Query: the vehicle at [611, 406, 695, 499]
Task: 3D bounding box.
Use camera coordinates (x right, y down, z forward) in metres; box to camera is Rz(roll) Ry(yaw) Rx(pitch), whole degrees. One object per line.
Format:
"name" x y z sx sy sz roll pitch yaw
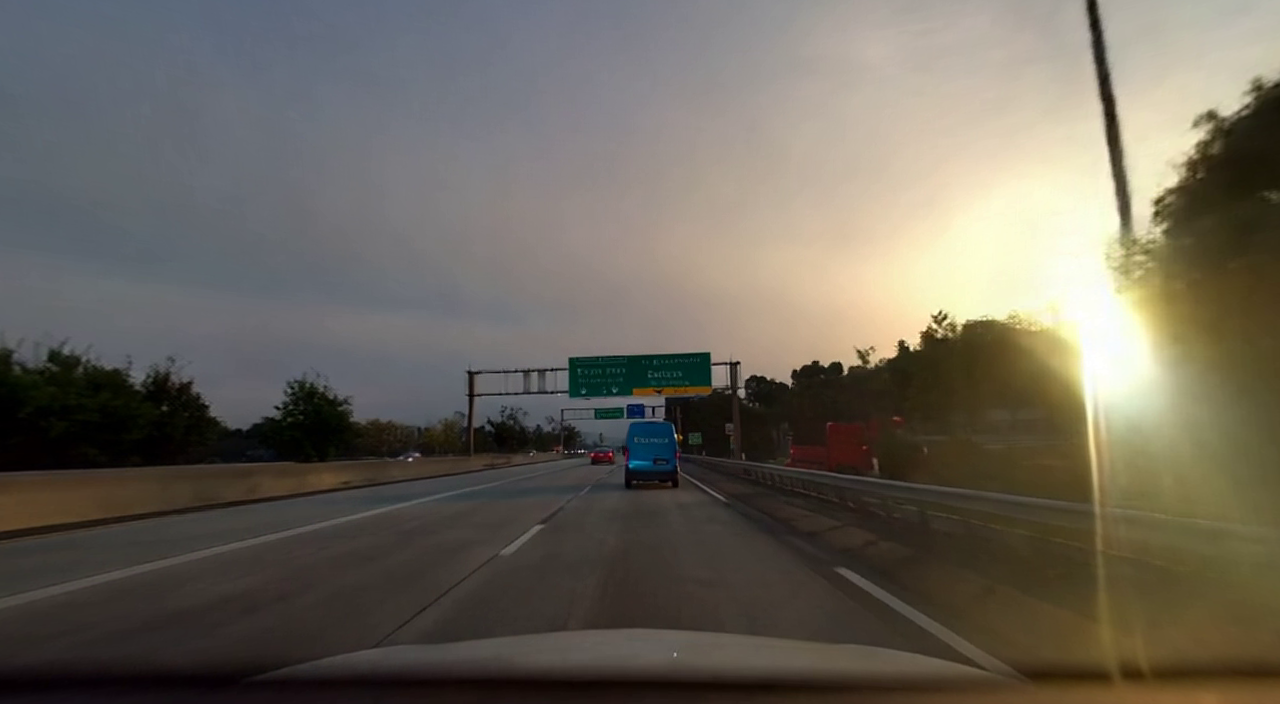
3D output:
"vehicle" 0.290 3.203 20.287 2.332 2.558 5.314 0 -9 -2
